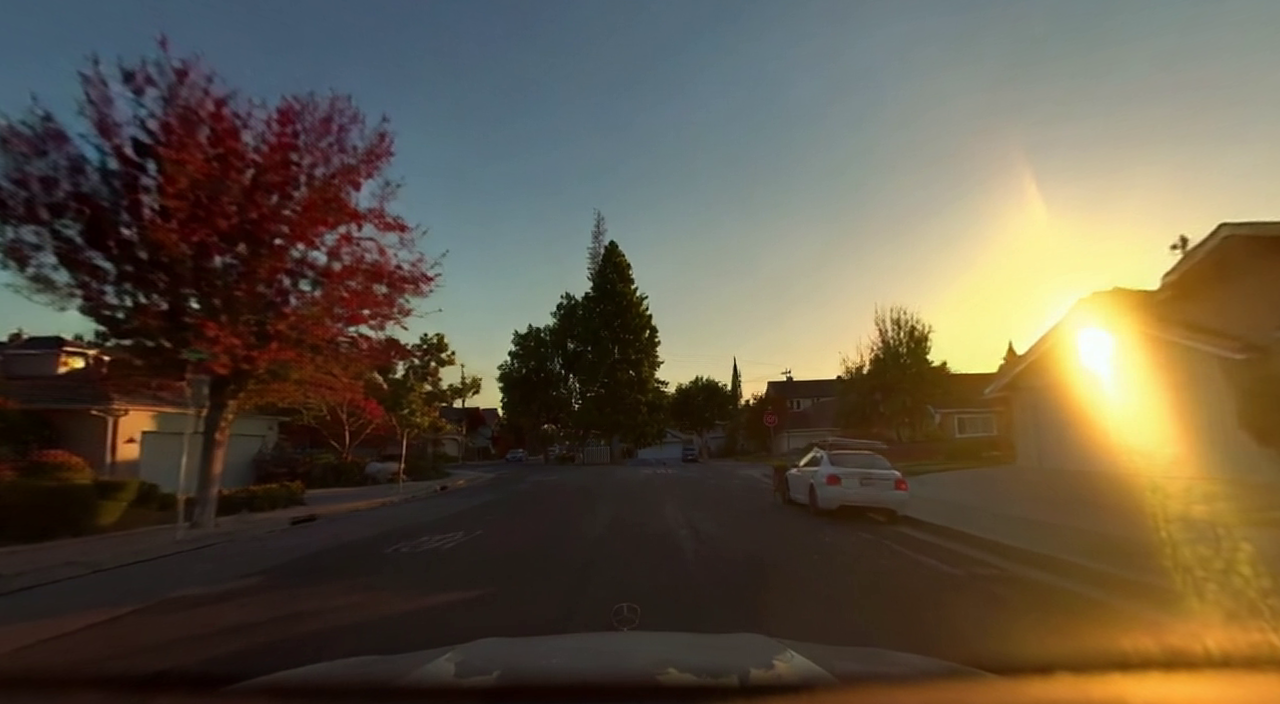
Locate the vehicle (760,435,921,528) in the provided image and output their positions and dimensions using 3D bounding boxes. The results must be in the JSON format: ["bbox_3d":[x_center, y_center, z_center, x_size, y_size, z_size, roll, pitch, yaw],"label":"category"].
[{"bbox_3d":[3.726,2.468,12.583,1.975,1.528,4.000,0,-9,2],"label":"vehicle"}]
